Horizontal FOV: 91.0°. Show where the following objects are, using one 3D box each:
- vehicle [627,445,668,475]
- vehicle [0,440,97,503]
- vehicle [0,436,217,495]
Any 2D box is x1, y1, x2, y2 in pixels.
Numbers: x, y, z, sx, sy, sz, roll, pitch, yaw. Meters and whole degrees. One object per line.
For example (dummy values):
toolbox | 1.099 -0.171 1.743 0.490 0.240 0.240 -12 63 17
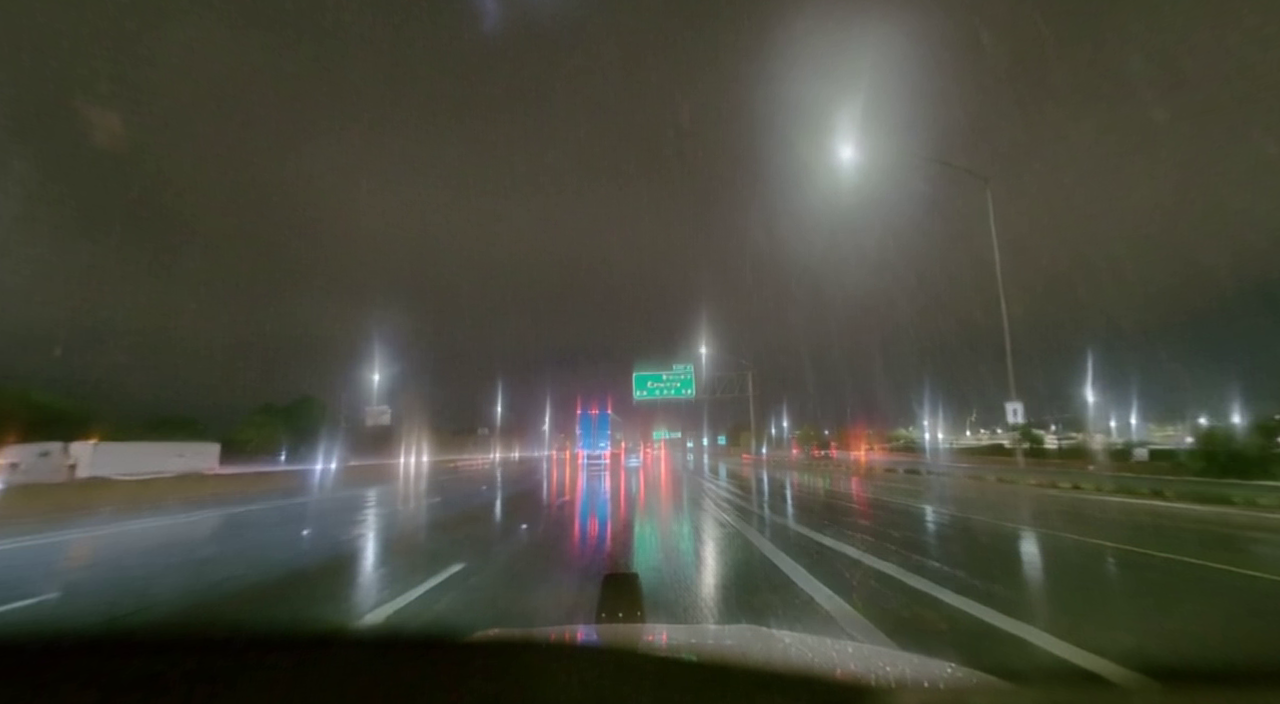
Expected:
vehicle | 0.382 5.713 33.620 2.066 1.469 4.050 0 -9 0
vehicle | -34.845 6.504 34.622 3.045 3.224 7.442 -1 -9 2
vehicle | -34.811 7.468 42.486 2.822 3.236 13.926 0 -9 1
